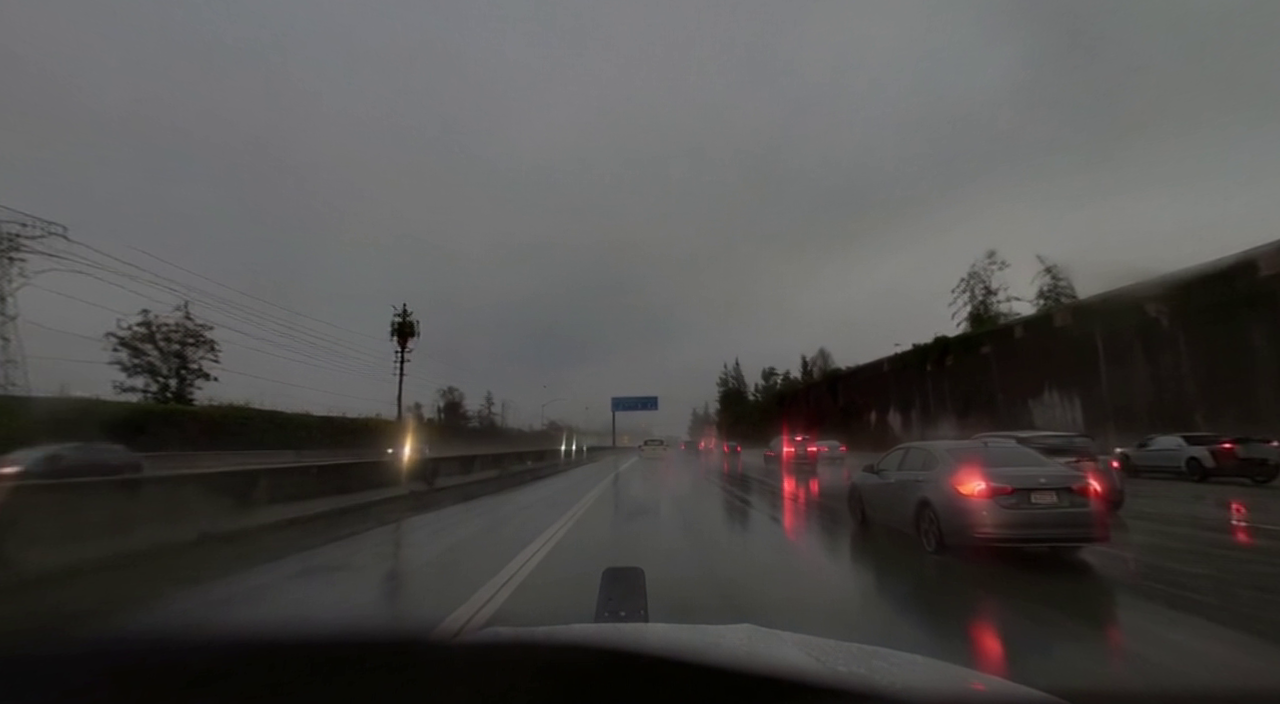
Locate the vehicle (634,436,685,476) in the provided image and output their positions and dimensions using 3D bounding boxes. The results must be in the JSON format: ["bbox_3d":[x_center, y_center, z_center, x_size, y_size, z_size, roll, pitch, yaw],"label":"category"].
[{"bbox_3d":[0.791,4.445,27.228,2.042,1.581,3.769,0,-8,0],"label":"vehicle"}]

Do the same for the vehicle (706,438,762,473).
[{"bbox_3d":[4.185,4.703,28.767,1.936,1.465,4.060,0,-8,0],"label":"vehicle"}]

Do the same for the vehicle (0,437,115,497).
[{"bbox_3d":[-17.027,3.021,16.703,2.041,1.480,4.759,0,-8,2],"label":"vehicle"}]

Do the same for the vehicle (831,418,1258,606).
[{"bbox_3d":[3.904,1.602,7.291,1.986,1.478,4.429,0,-8,0],"label":"vehicle"}]

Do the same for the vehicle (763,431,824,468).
[{"bbox_3d":[7.959,5.113,33.178,2.041,1.821,4.562,0,-8,0],"label":"vehicle"}]
